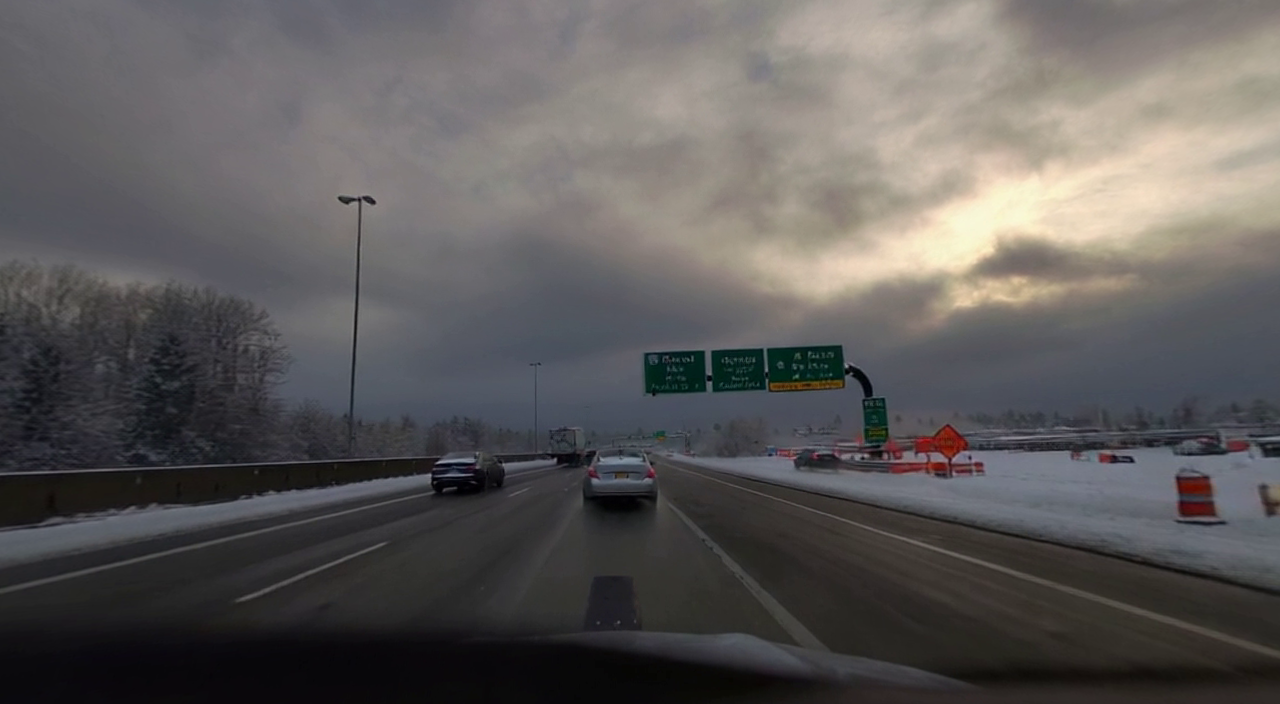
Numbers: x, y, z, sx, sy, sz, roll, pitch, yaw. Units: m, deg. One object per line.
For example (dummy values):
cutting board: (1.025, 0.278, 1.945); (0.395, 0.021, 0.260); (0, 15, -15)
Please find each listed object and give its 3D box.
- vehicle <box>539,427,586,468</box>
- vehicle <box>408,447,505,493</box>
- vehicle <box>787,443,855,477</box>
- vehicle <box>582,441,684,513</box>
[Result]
vehicle: (-5.285, 6.702, 44.102); (2.326, 2.645, 6.249); (-1, -9, 2)
vehicle: (-6.161, 3.987, 21.639); (2.063, 1.417, 4.000); (0, -9, 1)
vehicle: (8.317, 4.979, 29.186); (1.871, 1.460, 3.754); (0, -9, -3)
vehicle: (-0.194, 2.828, 14.665); (2.080, 1.451, 3.512); (0, -9, -2)
